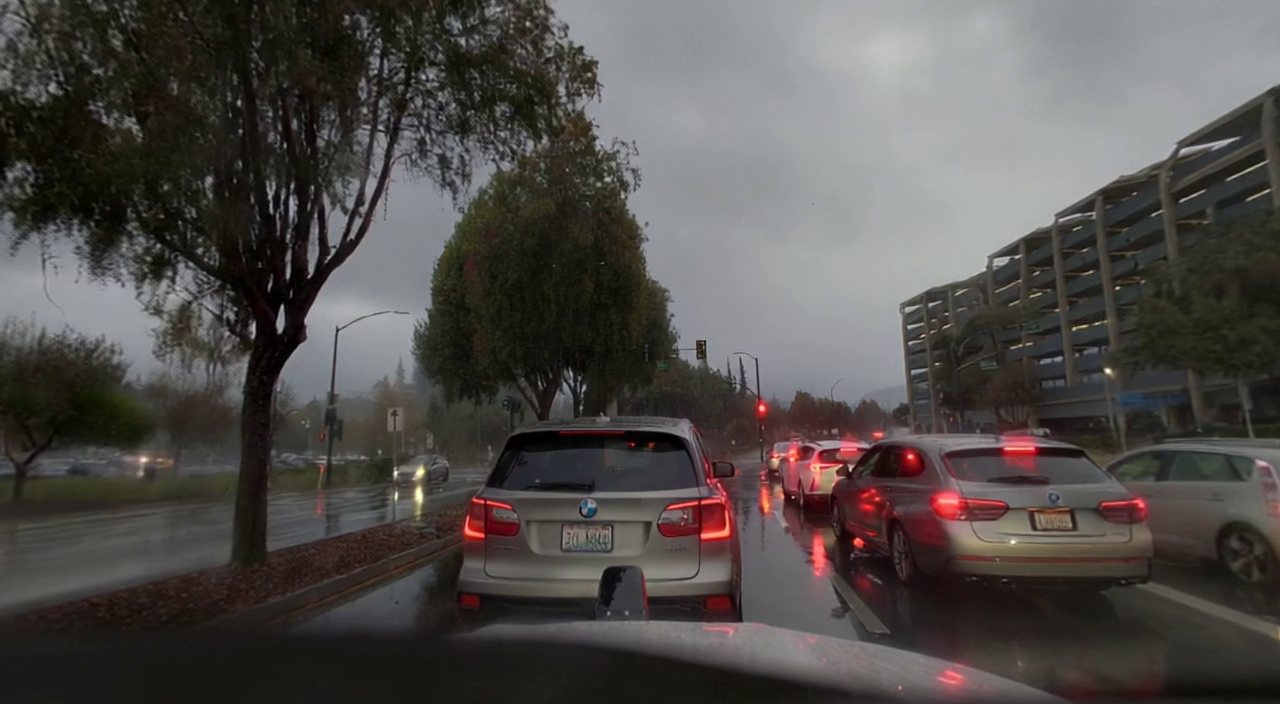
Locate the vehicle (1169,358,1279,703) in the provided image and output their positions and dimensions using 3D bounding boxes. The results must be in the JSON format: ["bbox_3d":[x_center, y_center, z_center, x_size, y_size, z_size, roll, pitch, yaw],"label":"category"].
[{"bbox_3d":[4.052,0.605,1.105,1.993,1.719,4.953,0,-8,1],"label":"vehicle"}]

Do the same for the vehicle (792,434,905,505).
[{"bbox_3d":[5.330,3.034,16.734,1.994,1.638,4.100,-1,-8,6],"label":"vehicle"}]

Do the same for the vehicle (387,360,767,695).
[{"bbox_3d":[-0.209,1.236,5.568,2.021,1.742,4.295,-1,-8,4],"label":"vehicle"}]

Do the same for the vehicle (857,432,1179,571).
[{"bbox_3d":[4.902,1.965,9.180,1.963,1.480,4.553,0,-8,2],"label":"vehicle"}]
